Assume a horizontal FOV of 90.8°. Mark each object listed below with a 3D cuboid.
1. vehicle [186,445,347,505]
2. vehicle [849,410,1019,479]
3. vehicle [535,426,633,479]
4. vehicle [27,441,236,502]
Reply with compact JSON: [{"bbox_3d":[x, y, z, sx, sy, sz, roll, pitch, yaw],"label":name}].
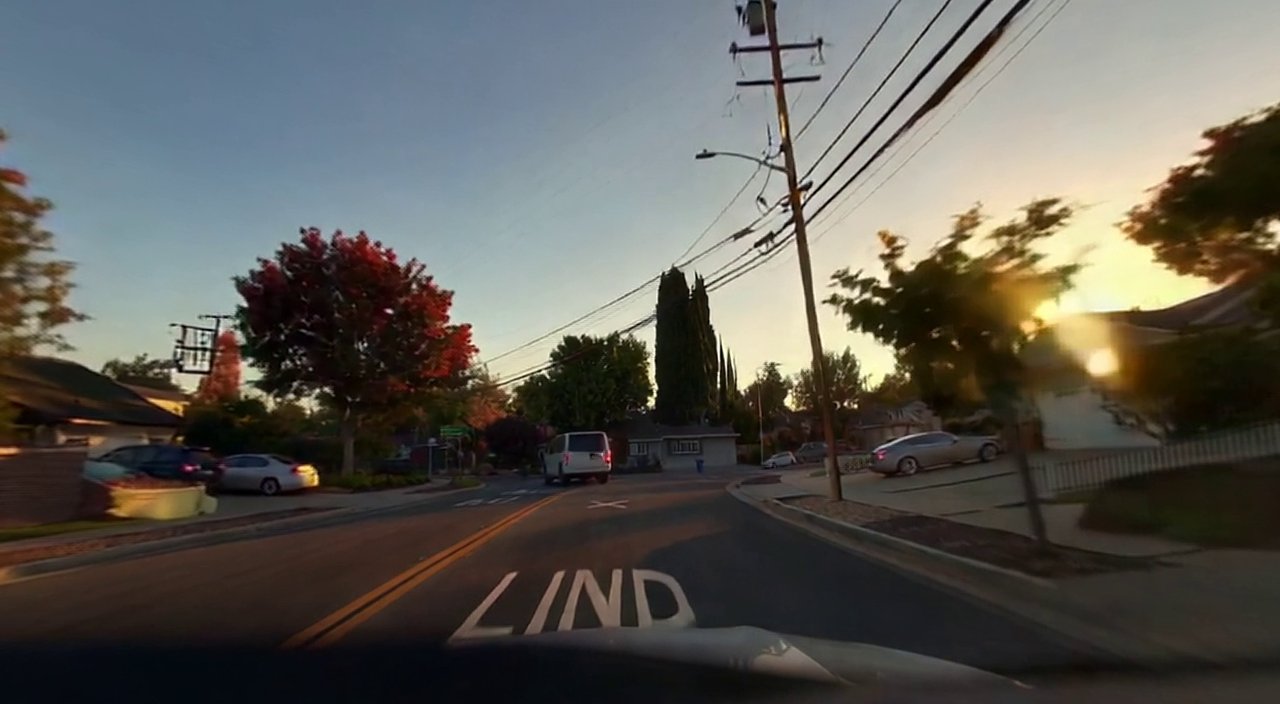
[{"bbox_3d":[-13.599,4.568,23.272,4.550,1.655,2.143,-5,-15,-1],"label":"vehicle"},{"bbox_3d":[9.962,3.196,21.734,4.658,1.536,2.090,-9,-10,1],"label":"vehicle"},{"bbox_3d":[-3.741,6.374,40.366,2.929,3.058,7.559,6,-10,-34],"label":"vehicle"},{"bbox_3d":[-16.398,3.856,20.632,4.881,1.828,2.111,0,-9,-2],"label":"vehicle"}]
